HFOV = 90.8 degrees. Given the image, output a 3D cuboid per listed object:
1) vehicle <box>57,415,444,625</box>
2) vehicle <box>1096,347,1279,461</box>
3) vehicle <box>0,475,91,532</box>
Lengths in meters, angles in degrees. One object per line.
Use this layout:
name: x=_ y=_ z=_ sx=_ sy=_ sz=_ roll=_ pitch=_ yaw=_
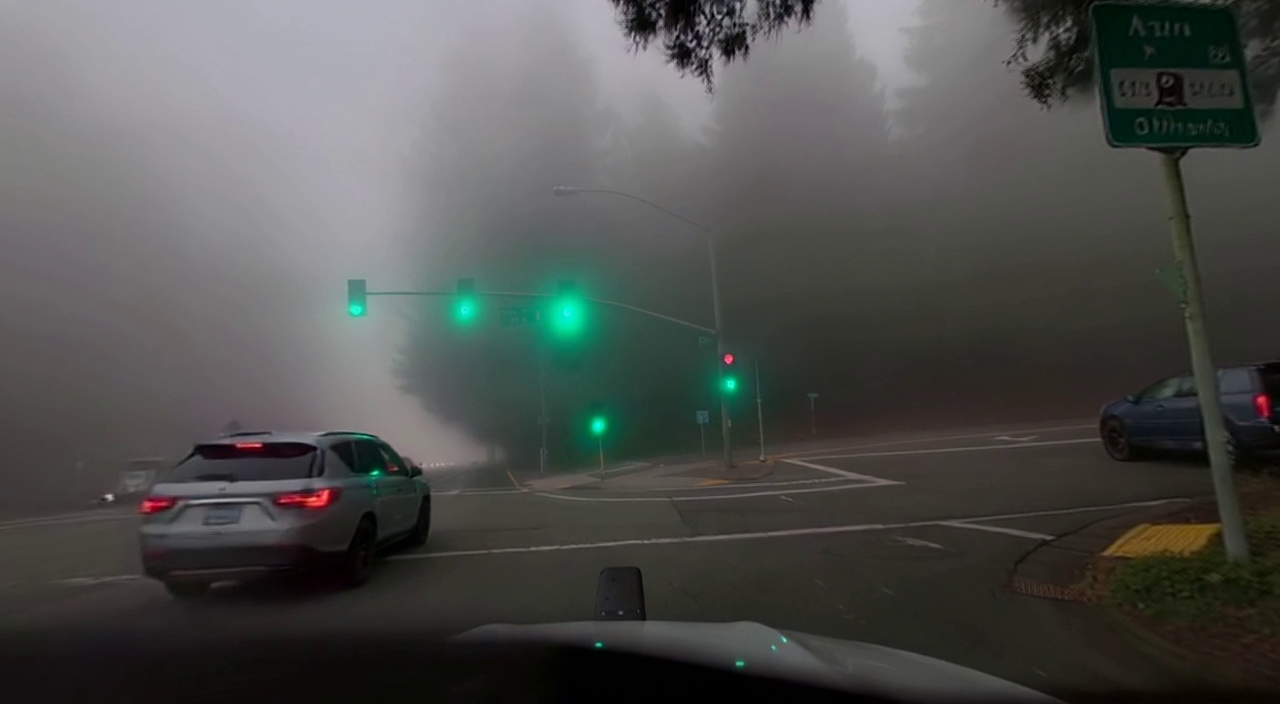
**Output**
vehicle: x=-3.935 y=1.718 z=7.588 sx=2.134 sy=1.707 sz=4.471 roll=1 pitch=-8 yaw=-6
vehicle: x=10.641 y=1.037 z=11.336 sx=1.855 sy=1.669 sz=4.529 roll=-3 pitch=-9 yaw=6
vehicle: x=-22.767 y=5.584 z=23.343 sx=1.941 sy=1.685 sz=4.036 roll=-3 pitch=-8 yaw=-11
